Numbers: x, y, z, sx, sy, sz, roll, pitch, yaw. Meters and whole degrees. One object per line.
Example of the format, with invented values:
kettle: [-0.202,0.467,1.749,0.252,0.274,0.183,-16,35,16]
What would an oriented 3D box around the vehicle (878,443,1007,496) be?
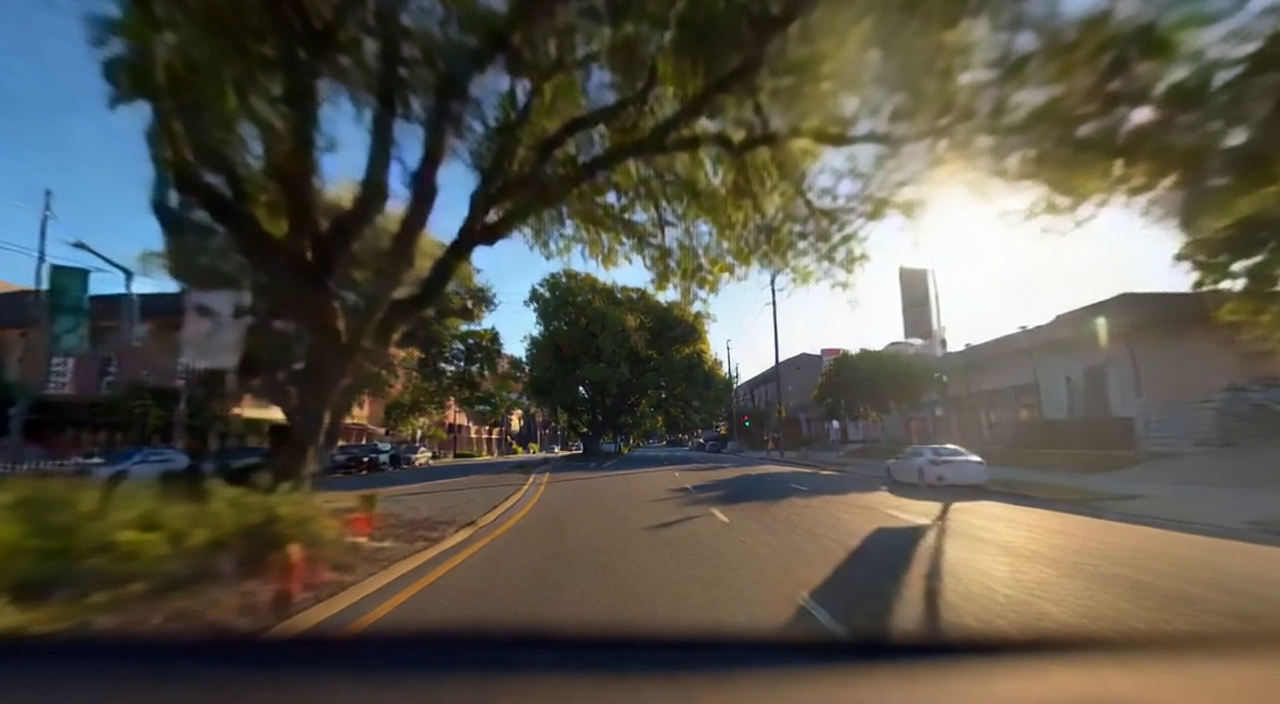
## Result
vehicle: [9.848,3.825,21.069,1.919,1.546,4.730,0,-9,0]

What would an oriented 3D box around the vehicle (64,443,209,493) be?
vehicle: [-19.531,4.474,24.828,1.966,1.753,4.634,0,-9,-2]

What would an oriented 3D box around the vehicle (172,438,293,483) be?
vehicle: [-19.328,5.131,30.382,2.085,1.957,5.548,0,-8,1]
